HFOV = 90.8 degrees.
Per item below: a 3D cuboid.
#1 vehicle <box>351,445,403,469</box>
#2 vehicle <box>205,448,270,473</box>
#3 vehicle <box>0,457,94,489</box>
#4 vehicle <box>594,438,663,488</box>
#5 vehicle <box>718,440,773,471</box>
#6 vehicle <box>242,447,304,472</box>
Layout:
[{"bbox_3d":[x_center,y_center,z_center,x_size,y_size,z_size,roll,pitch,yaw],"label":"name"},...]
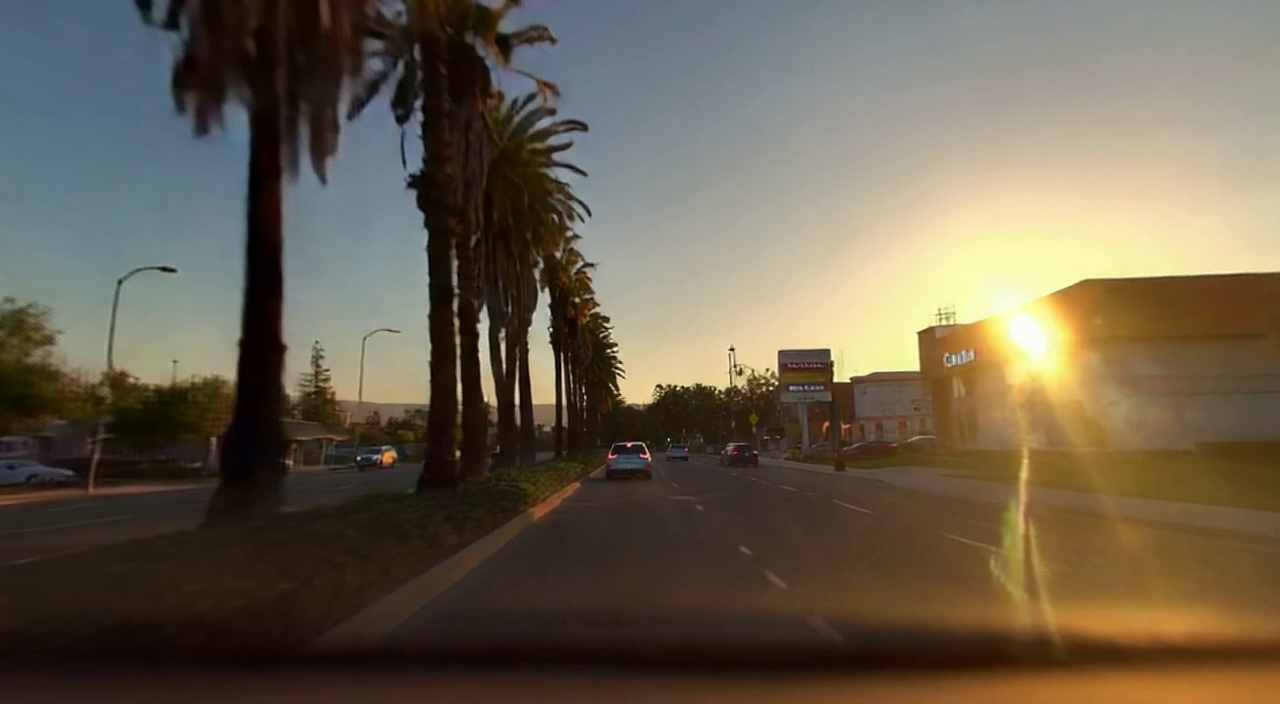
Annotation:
[{"bbox_3d":[-19.255,7.656,46.434,2.021,1.666,4.247,0,-9,-1],"label":"vehicle"},{"bbox_3d":[-29.791,8.010,46.928,2.011,1.753,4.066,0,-9,2],"label":"vehicle"},{"bbox_3d":[-30.152,5.985,31.269,4.345,1.476,1.937,1,-9,-3],"label":"vehicle"},{"bbox_3d":[-0.345,3.665,21.174,2.106,1.496,3.964,0,-9,0],"label":"vehicle"},{"bbox_3d":[6.014,5.944,36.459,2.244,1.618,4.585,0,-9,-2],"label":"vehicle"},{"bbox_3d":[-26.980,7.863,46.561,1.934,1.736,4.341,0,-9,0],"label":"vehicle"}]
